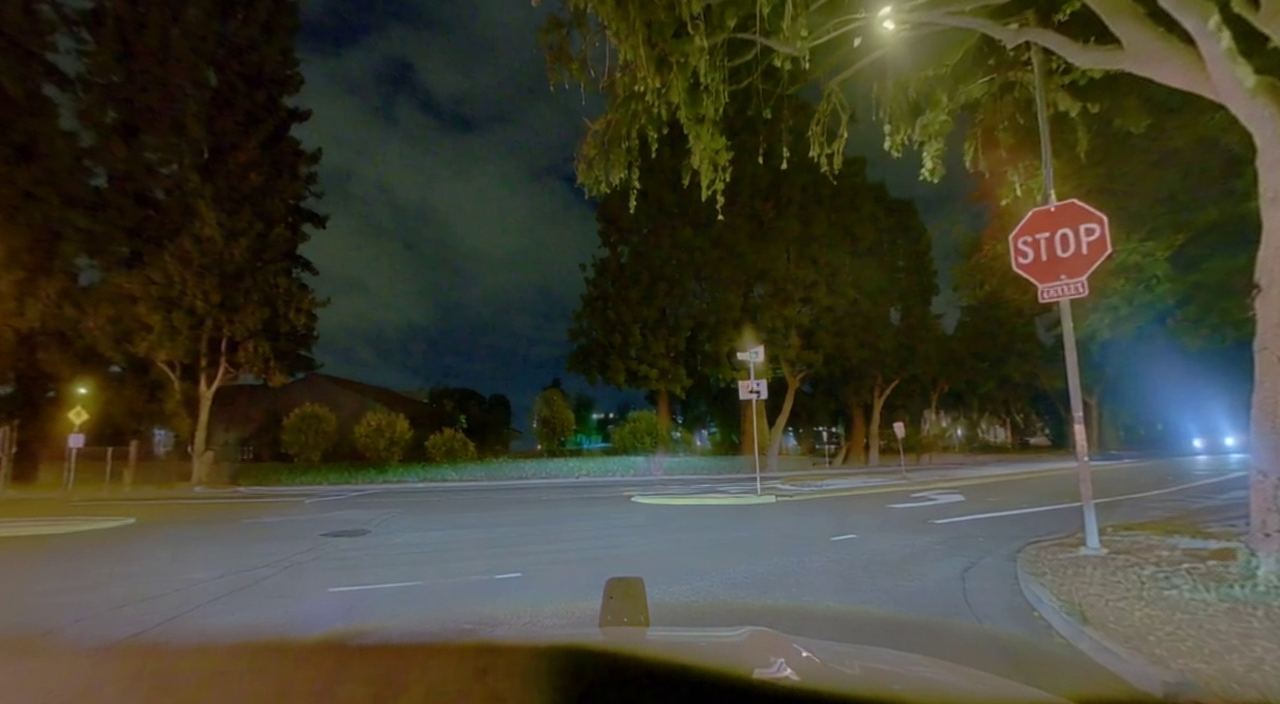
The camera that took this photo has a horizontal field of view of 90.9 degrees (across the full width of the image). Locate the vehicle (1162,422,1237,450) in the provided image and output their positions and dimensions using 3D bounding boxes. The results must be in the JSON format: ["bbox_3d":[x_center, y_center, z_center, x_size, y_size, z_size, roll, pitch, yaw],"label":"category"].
[{"bbox_3d":[31.056,4.693,34.940,4.473,1.474,2.108,6,-10,-37],"label":"vehicle"}]
